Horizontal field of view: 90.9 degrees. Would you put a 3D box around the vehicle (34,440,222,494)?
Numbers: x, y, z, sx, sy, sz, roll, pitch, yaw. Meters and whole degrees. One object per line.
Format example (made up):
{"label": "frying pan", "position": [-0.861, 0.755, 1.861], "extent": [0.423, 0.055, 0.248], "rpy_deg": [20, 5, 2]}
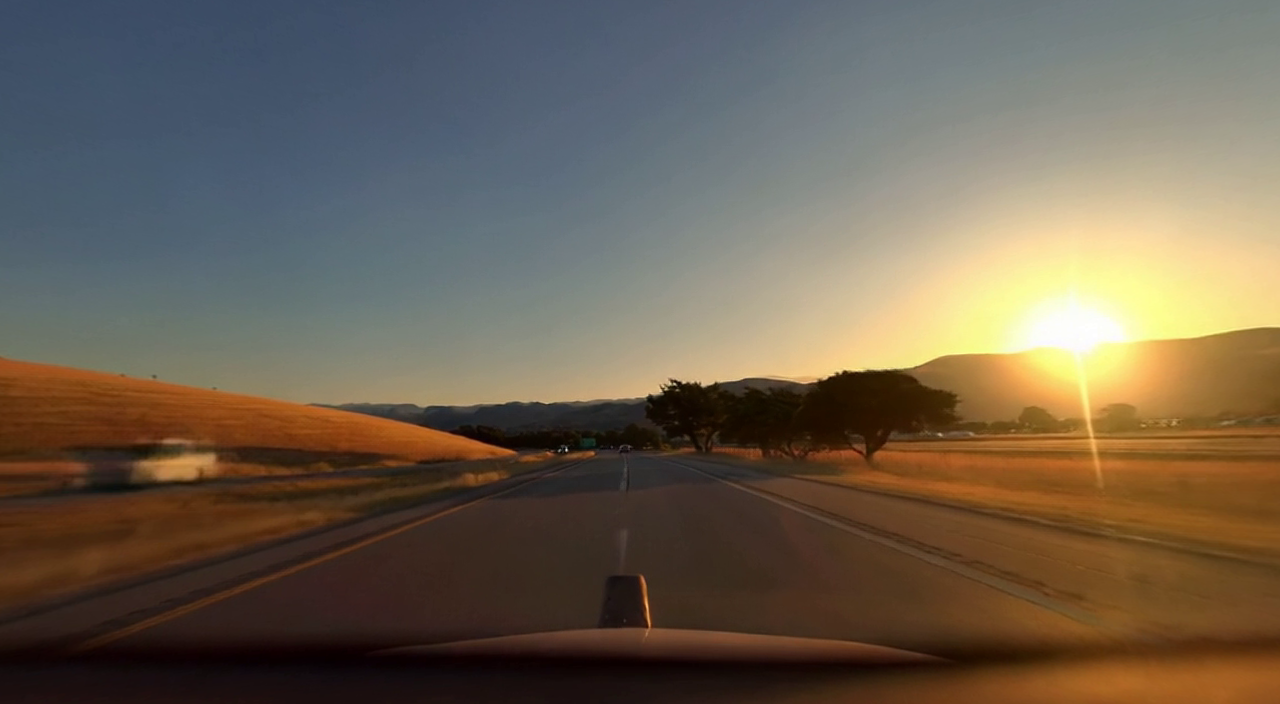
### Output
{"label": "vehicle", "position": [-19.608, 4.398, 24.730], "extent": [2.206, 1.828, 6.229], "rpy_deg": [0, -8, 0]}
